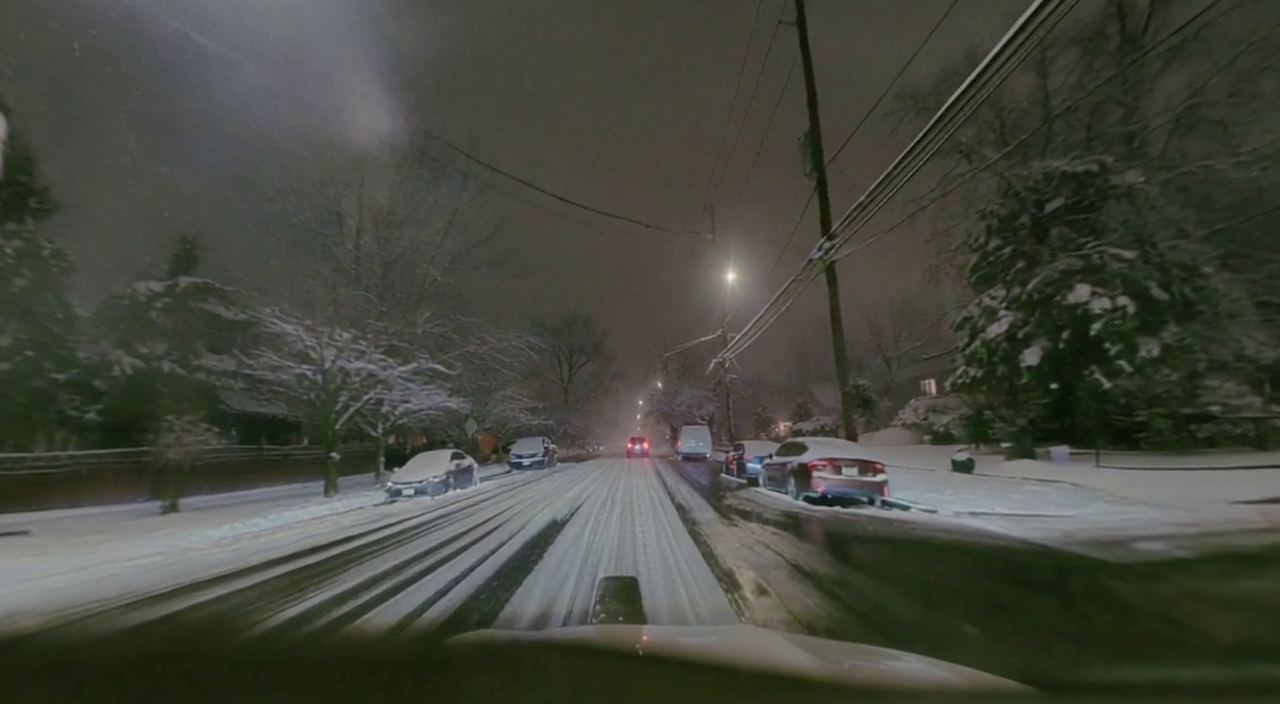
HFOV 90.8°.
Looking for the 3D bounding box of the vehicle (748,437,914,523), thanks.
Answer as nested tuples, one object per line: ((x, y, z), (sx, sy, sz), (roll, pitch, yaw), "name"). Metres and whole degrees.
((3.985, 2.757, 14.290), (2.144, 1.572, 5.026), (0, -8, -1), "vehicle")

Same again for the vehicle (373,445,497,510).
((-6.120, 3.756, 19.693), (2.094, 1.433, 5.740), (-4, -7, -2), "vehicle")

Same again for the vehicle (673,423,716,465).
((3.816, 6.627, 45.530), (2.384, 2.791, 5.899), (0, -8, -2), "vehicle")

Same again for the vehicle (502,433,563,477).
((-6.043, 5.822, 36.219), (2.284, 2.119, 5.984), (-3, -7, 1), "vehicle")

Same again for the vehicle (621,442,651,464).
((-0.297, 7.324, 46.048), (2.062, 1.509, 4.305), (0, -8, -1), "vehicle")
